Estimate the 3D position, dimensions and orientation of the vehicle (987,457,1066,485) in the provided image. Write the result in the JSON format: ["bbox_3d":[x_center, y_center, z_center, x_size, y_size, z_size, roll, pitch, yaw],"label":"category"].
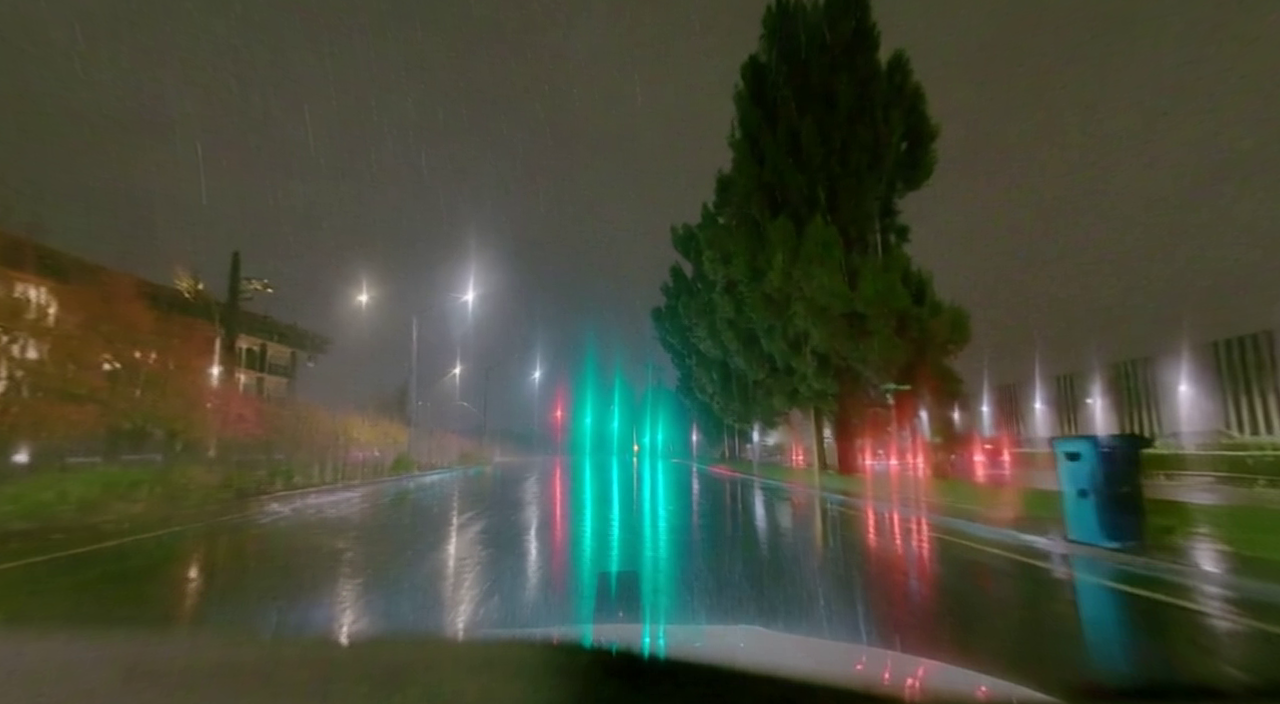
[{"bbox_3d":[24.401,7.506,40.144,1.905,1.575,4.678,0,-9,-3],"label":"vehicle"}]
